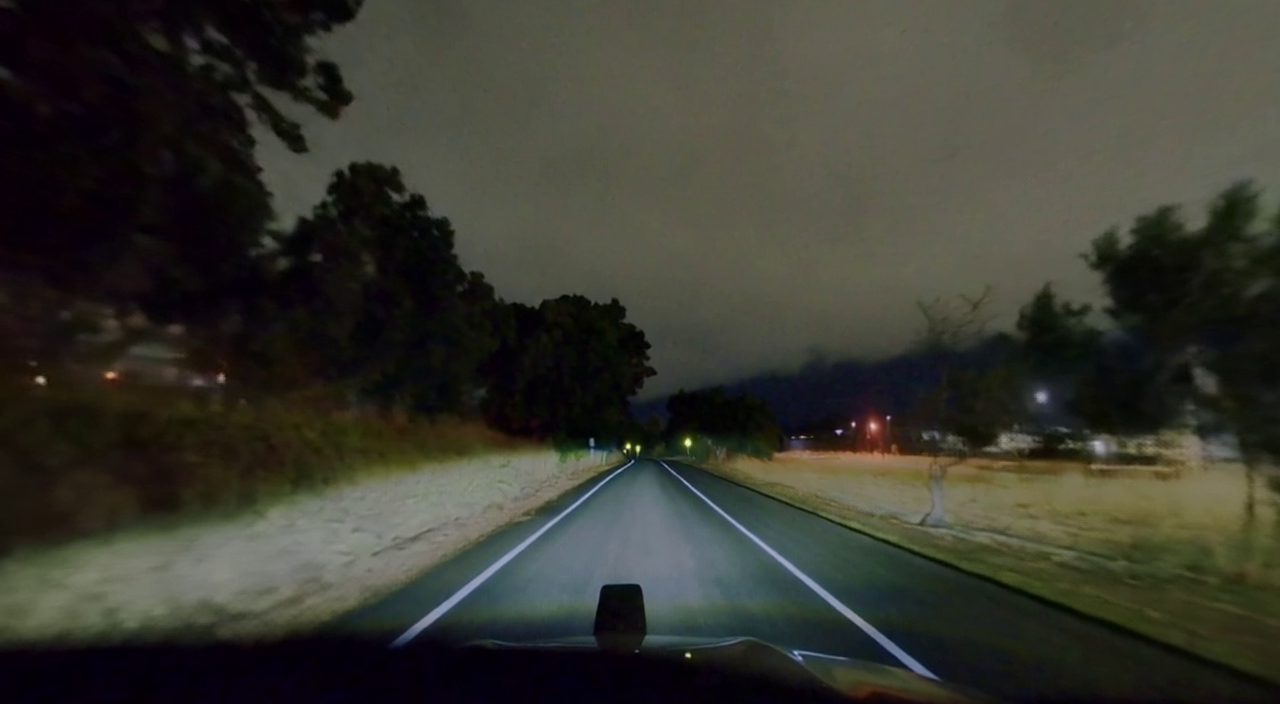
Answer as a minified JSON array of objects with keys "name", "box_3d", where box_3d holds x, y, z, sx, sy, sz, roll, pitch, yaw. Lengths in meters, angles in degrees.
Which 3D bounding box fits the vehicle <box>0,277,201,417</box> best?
[{"name":"vehicle","box_3d":[-24.653,-0.333,23.971,3.314,4.163,16.558,-1,-11,3]}]

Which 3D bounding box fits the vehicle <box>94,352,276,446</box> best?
[{"name":"vehicle","box_3d":[-23.738,2.657,33.772,3.022,4.324,8.607,-1,-7,2]}]
